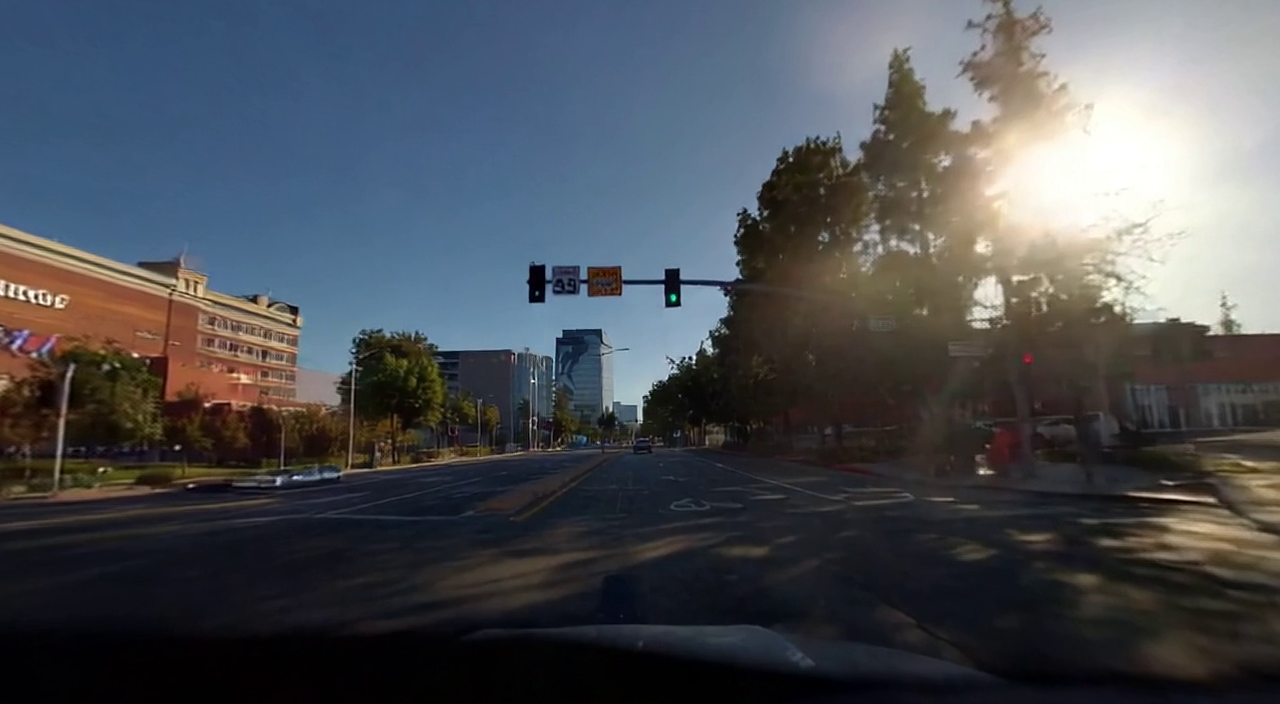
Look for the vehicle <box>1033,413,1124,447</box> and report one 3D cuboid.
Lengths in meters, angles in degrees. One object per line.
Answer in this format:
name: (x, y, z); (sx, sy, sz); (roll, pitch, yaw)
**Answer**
vehicle: (24.314, 4.415, 35.226); (1.948, 1.776, 4.266); (0, -9, -1)
